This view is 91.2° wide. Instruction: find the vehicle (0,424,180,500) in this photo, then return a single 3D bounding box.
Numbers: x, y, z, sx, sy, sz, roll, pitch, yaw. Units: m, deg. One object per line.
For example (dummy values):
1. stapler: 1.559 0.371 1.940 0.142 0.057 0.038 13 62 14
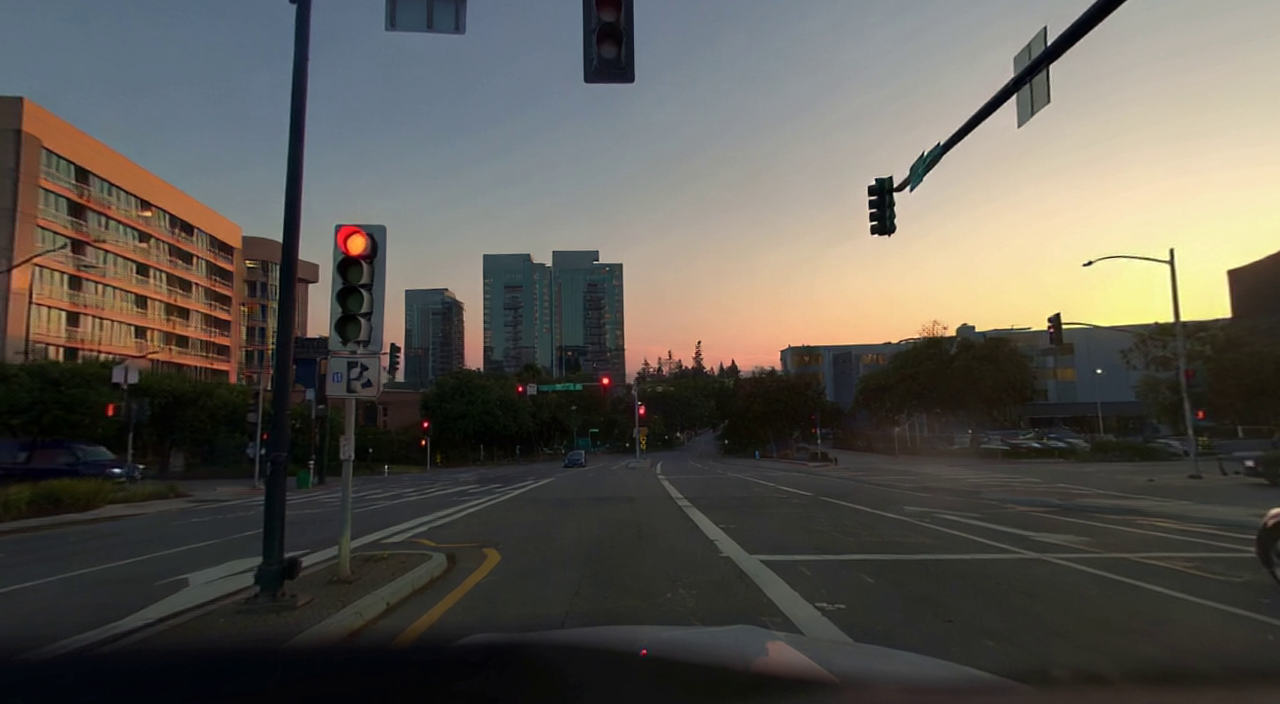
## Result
1. vehicle: -24.960 4.825 27.587 7.088 3.096 2.678 0 -9 -1
